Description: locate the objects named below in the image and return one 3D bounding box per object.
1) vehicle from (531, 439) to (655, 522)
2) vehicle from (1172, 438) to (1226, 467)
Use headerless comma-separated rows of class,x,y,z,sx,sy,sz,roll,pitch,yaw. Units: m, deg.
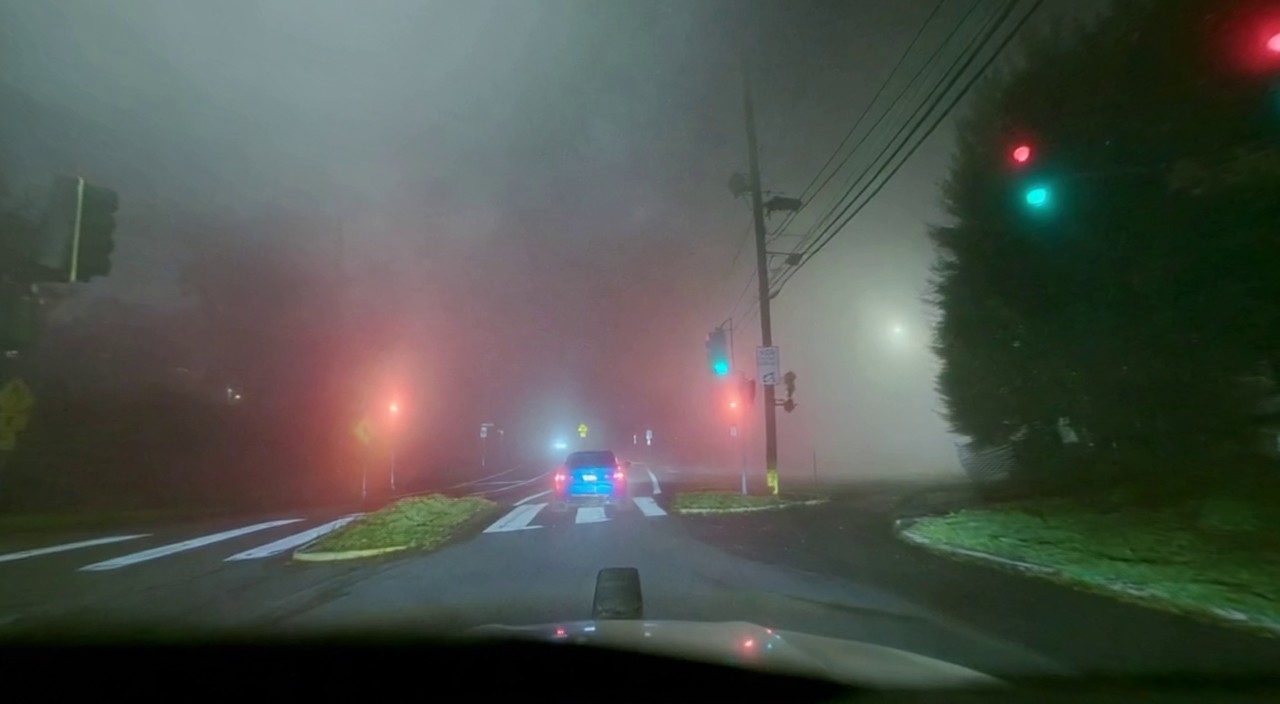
vehicle,-0.855,2.707,13.919,2.295,1.510,4.364,0,-8,0
vehicle,31.928,5.709,36.039,1.959,1.493,5.020,-8,-12,43
